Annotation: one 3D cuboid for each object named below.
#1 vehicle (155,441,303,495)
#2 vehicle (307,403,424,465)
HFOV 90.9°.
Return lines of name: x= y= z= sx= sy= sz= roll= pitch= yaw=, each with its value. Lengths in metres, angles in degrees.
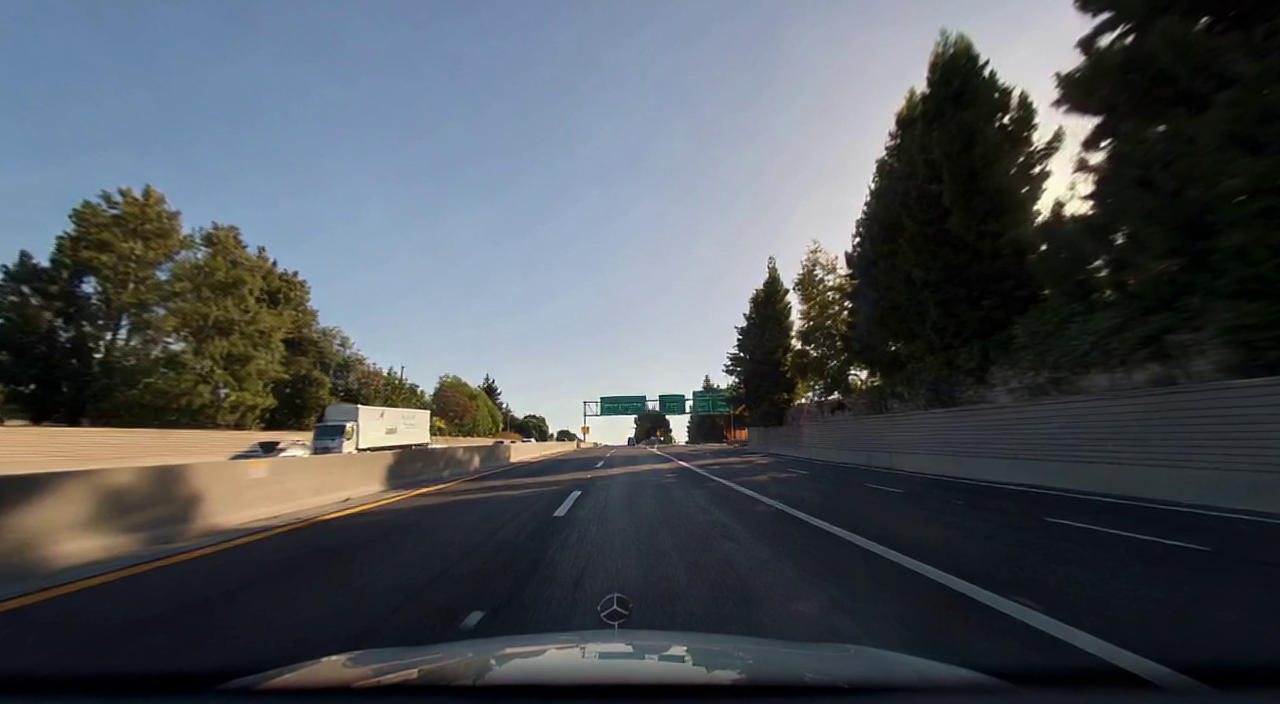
vehicle: x=-12.170 y=3.408 z=19.029 sx=1.807 sy=1.416 sz=4.076 roll=0 pitch=-8 yaw=-2
vehicle: x=-17.761 y=5.508 z=42.082 sx=2.975 sy=3.541 sz=11.755 roll=0 pitch=-8 yaw=-2
